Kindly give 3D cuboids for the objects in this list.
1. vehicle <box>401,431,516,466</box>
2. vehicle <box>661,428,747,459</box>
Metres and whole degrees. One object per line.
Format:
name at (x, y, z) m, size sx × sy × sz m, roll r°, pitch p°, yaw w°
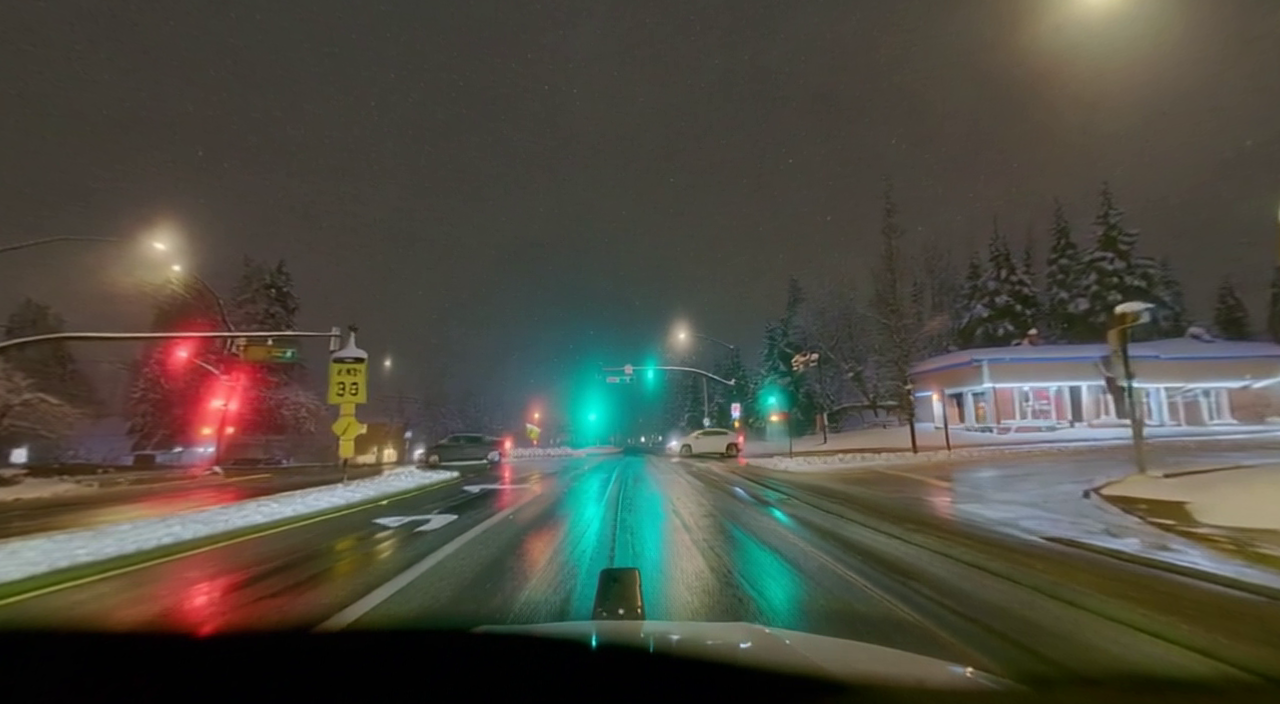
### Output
vehicle at (-8.399, 4.478, 29.502) m, size 4.709 × 1.501 × 1.895 m, roll 7°, pitch -11°, yaw -39°
vehicle at (3.530, 5.096, 35.312) m, size 4.478 × 1.678 × 1.870 m, roll 1°, pitch -8°, yaw -8°
